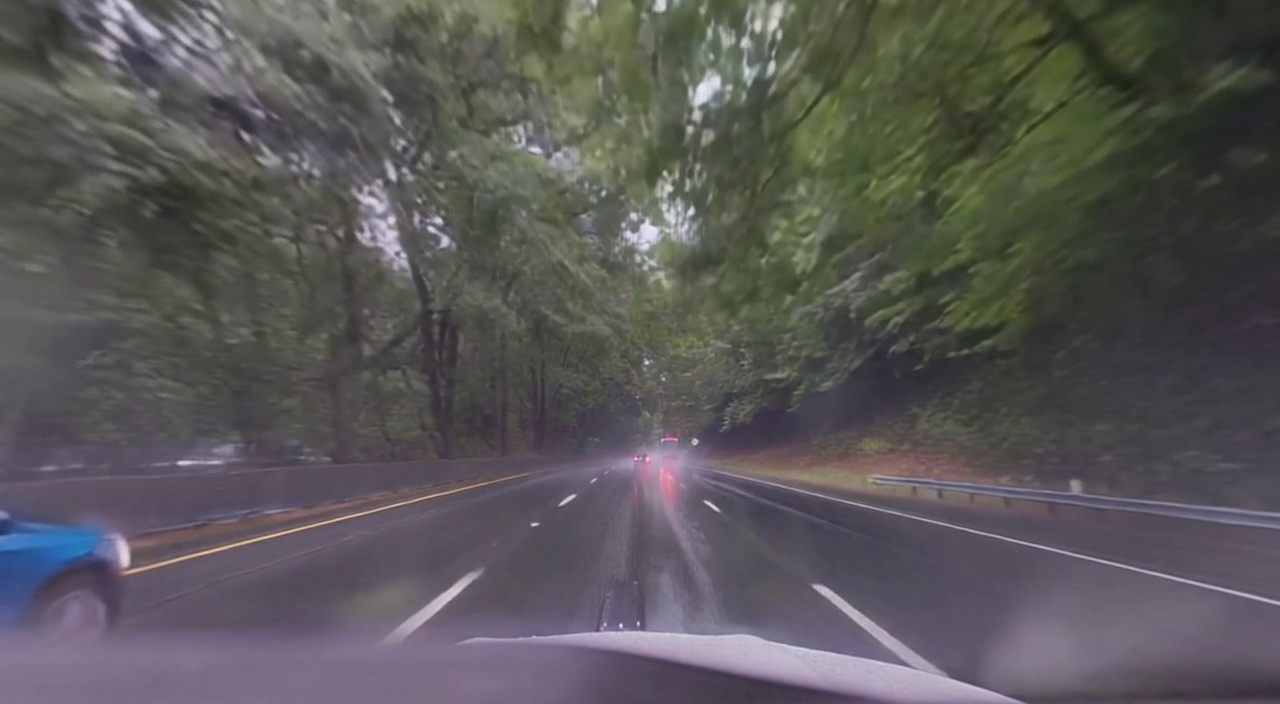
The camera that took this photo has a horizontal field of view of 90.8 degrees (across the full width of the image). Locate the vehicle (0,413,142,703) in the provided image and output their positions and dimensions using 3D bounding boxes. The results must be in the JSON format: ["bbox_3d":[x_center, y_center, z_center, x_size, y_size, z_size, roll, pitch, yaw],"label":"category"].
[{"bbox_3d":[-4.185,0.913,2.056,1.927,1.530,3.874,0,-9,0],"label":"vehicle"}]
